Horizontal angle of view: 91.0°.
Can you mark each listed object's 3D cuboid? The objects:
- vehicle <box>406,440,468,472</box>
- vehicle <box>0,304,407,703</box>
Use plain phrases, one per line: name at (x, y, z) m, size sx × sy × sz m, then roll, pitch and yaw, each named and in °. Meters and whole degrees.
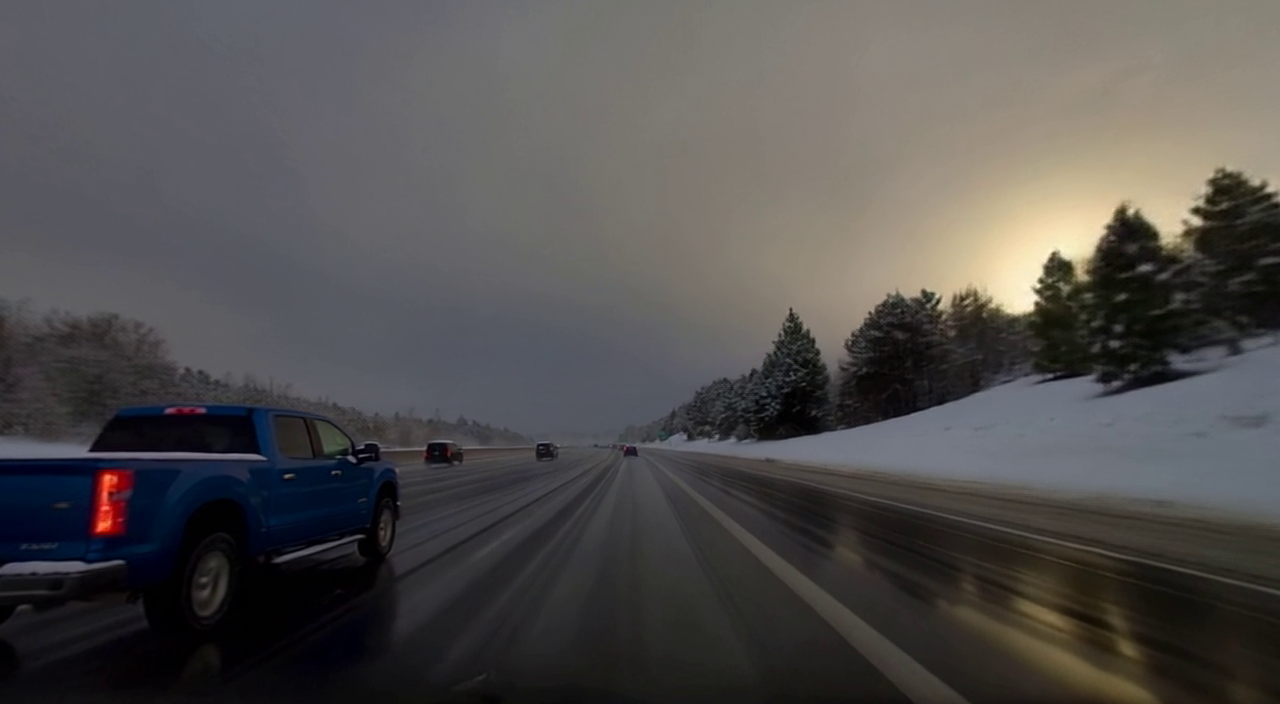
vehicle at (-11.559, 5.931, 36.164) m, size 2.106 × 1.692 × 4.458 m, roll 0°, pitch -9°, yaw -1°
vehicle at (-4.295, 1.098, 5.195) m, size 2.339 × 2.004 × 6.171 m, roll 0°, pitch -9°, yaw 0°
